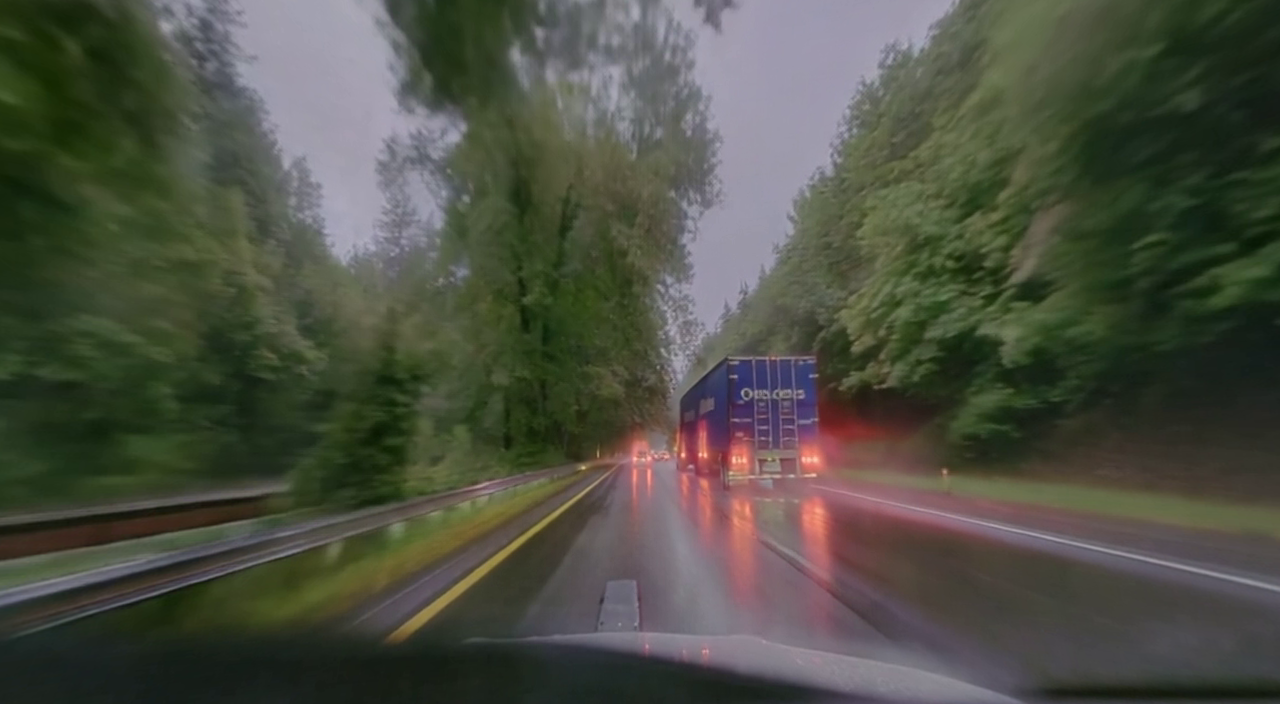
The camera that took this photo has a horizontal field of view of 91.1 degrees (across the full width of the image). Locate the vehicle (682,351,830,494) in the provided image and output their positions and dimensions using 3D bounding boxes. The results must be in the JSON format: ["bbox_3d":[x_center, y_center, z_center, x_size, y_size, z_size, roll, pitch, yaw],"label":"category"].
[{"bbox_3d":[3.721,2.879,23.906,3.440,4.090,11.380,0,-9,0],"label":"vehicle"}]
